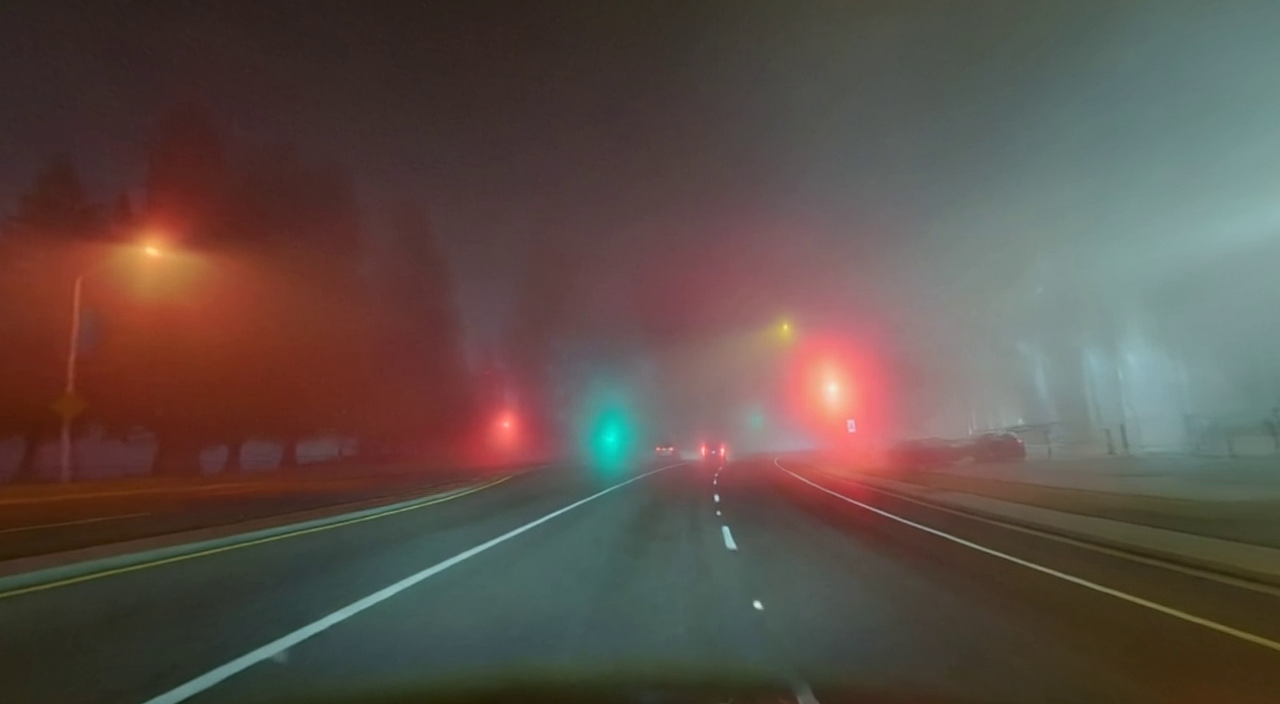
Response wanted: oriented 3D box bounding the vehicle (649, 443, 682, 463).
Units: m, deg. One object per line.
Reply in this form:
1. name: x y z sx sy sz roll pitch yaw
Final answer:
1. vehicle: 2.013 7.864 49.133 1.952 1.472 4.312 -2 -9 11

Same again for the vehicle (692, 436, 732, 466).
1. vehicle: 5.101 6.903 44.099 2.356 1.931 4.840 -2 -9 10
